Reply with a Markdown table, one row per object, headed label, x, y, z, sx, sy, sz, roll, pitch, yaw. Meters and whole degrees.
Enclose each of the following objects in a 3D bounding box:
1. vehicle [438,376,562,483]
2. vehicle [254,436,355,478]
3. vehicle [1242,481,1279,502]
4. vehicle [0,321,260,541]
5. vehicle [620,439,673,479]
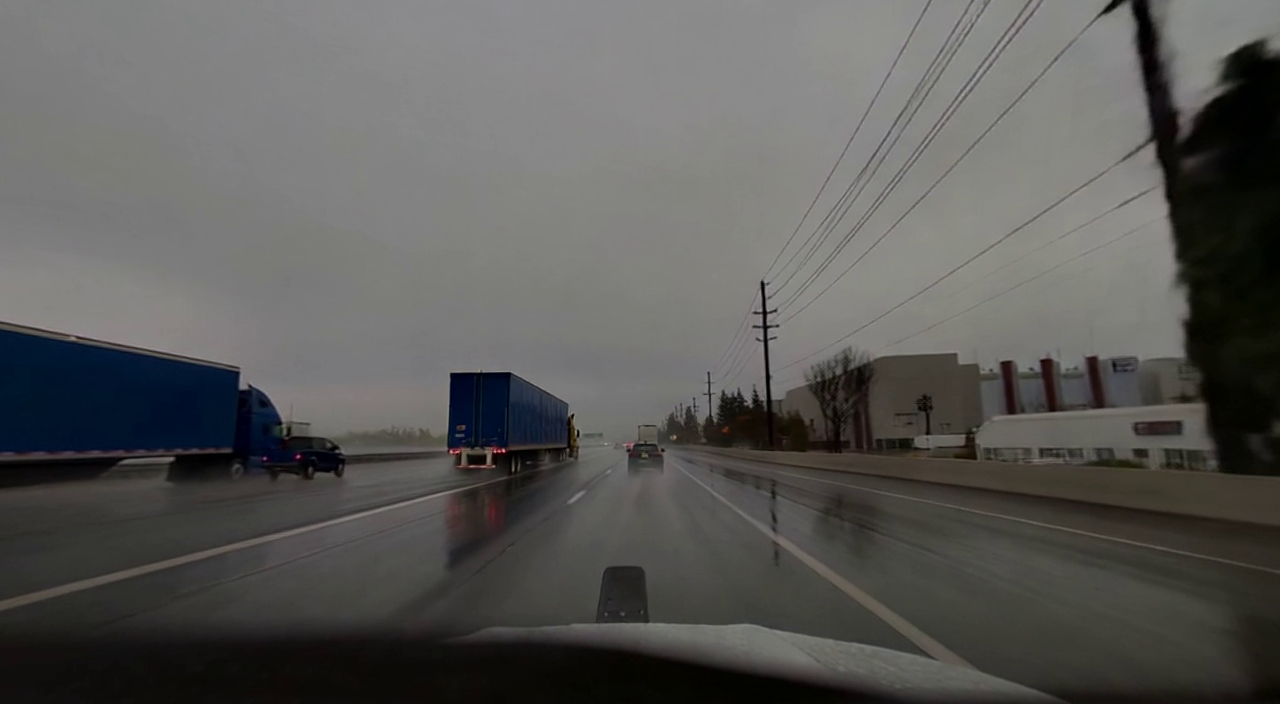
| label | x | y | z | sx | sy | sz | roll | pitch | yaw |
| --- | --- | --- | --- | --- | --- | --- | --- | --- | --- |
| vehicle | -6.319 | 4.092 | 31.952 | 2.907 | 4.081 | 15.311 | 0 | -8 | 0 |
| vehicle | -14.679 | 4.630 | 27.954 | 1.938 | 1.679 | 4.469 | 0 | -8 | 1 |
| vehicle | 49.930 | 10.882 | 49.324 | 3.977 | 1.471 | 1.890 | 1 | -9 | -9 |
| vehicle | -10.689 | 1.326 | 10.302 | 2.896 | 3.140 | 9.491 | 0 | -8 | 1 |
| vehicle | 0.265 | 4.483 | 26.602 | 2.055 | 1.514 | 4.323 | 0 | -8 | 0 |
